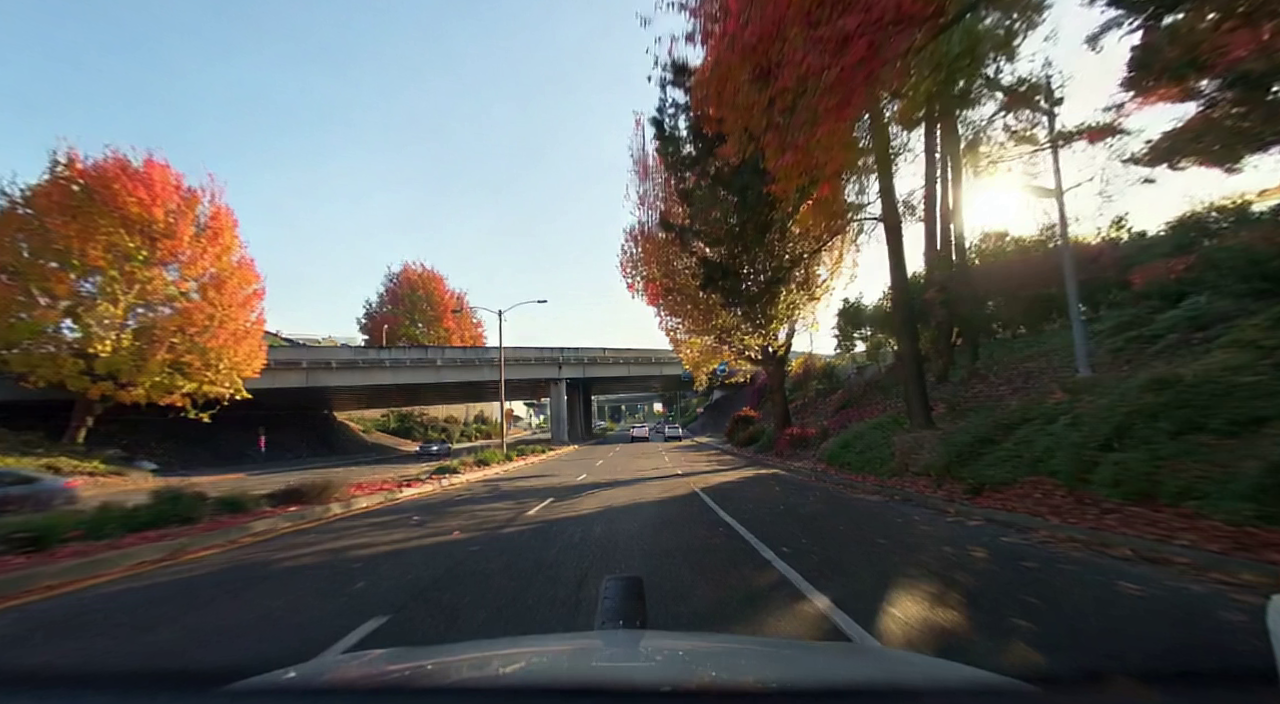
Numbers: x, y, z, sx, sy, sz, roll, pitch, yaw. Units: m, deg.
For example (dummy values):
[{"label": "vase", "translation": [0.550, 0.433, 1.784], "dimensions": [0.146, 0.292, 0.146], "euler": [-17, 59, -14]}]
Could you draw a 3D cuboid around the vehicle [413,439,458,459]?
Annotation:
[{"label": "vehicle", "translation": [-15.517, 7.403, 48.073], "dimensions": [1.907, 1.488, 4.286], "euler": [-1, -9, 2]}]
